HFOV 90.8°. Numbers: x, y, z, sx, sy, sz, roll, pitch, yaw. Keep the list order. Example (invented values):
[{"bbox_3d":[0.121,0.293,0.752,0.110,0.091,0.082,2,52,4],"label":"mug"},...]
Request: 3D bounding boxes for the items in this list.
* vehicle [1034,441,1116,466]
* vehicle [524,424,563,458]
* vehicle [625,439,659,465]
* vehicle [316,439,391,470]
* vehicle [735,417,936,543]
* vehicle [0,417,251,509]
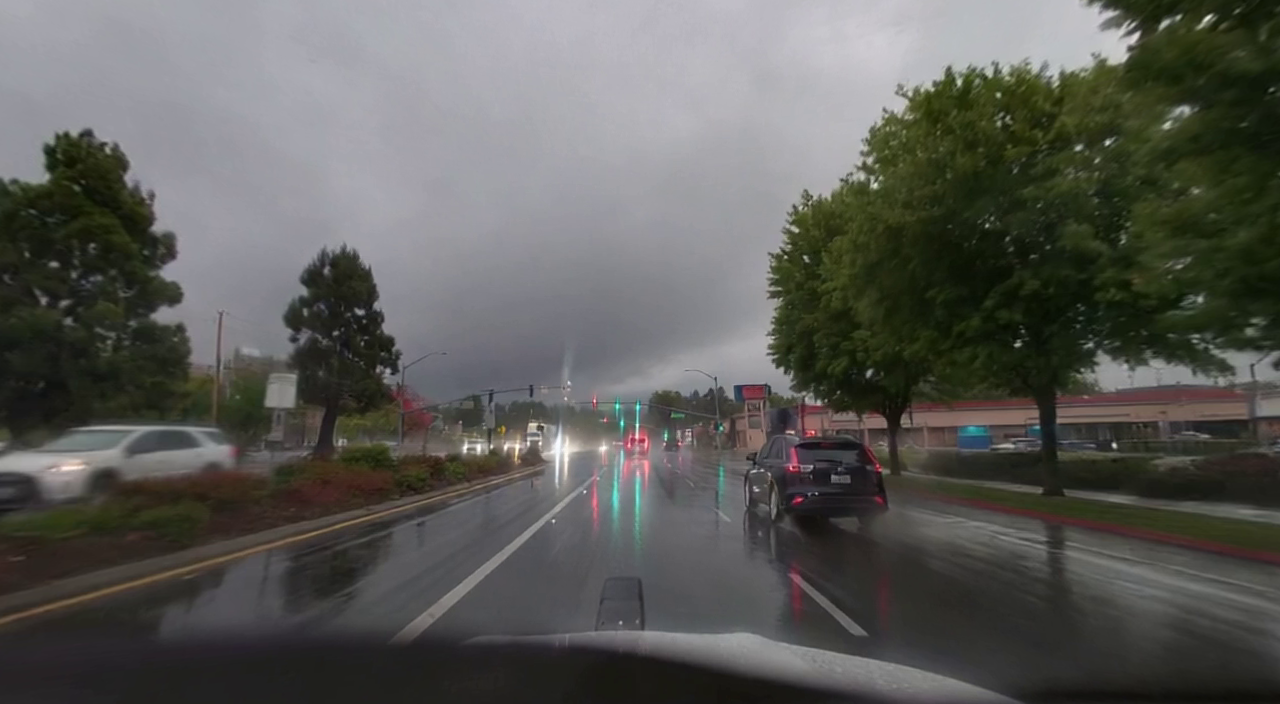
[{"bbox_3d":[27.955,6.531,40.781,1.802,1.469,4.578,0,-9,-3],"label":"vehicle"},{"bbox_3d":[-7.569,7.079,49.985,2.334,2.525,5.893,0,-8,-2],"label":"vehicle"},{"bbox_3d":[0.071,6.206,39.418,2.023,1.532,3.891,0,-8,-1],"label":"vehicle"},{"bbox_3d":[-15.136,5.431,33.678,1.849,1.477,4.513,0,-9,0],"label":"vehicle"},{"bbox_3d":[2.986,2.063,10.821,1.969,1.682,4.387,0,-8,-1],"label":"vehicle"},{"bbox_3d":[-11.638,2.498,14.637,2.142,1.738,4.893,0,-8,-1],"label":"vehicle"}]
